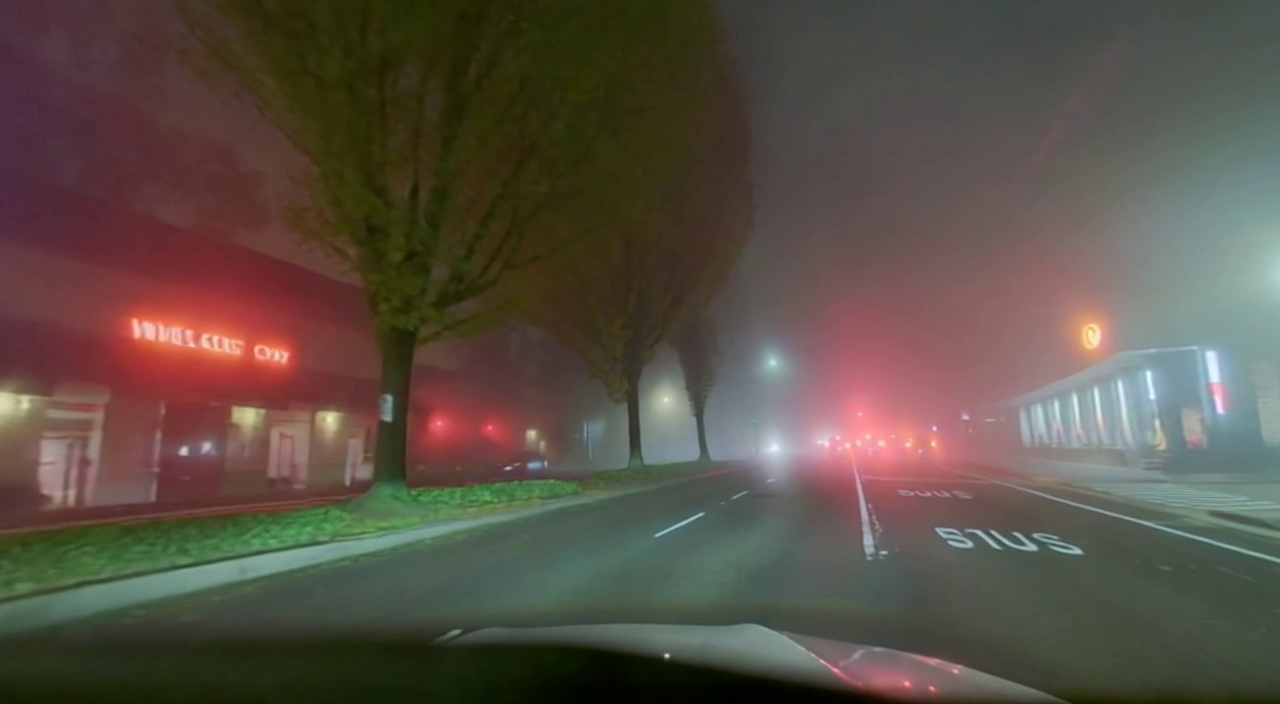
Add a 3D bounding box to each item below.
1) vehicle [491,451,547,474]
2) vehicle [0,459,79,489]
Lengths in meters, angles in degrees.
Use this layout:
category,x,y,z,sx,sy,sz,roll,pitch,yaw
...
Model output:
category,x,y,z,sx,sy,sz,roll,pitch,yaw
vehicle,-8.289,7.599,43.595,1.840,1.440,4.442,-5,-10,19
vehicle,-34.510,6.858,35.441,1.689,1.534,4.158,-7,-12,19
